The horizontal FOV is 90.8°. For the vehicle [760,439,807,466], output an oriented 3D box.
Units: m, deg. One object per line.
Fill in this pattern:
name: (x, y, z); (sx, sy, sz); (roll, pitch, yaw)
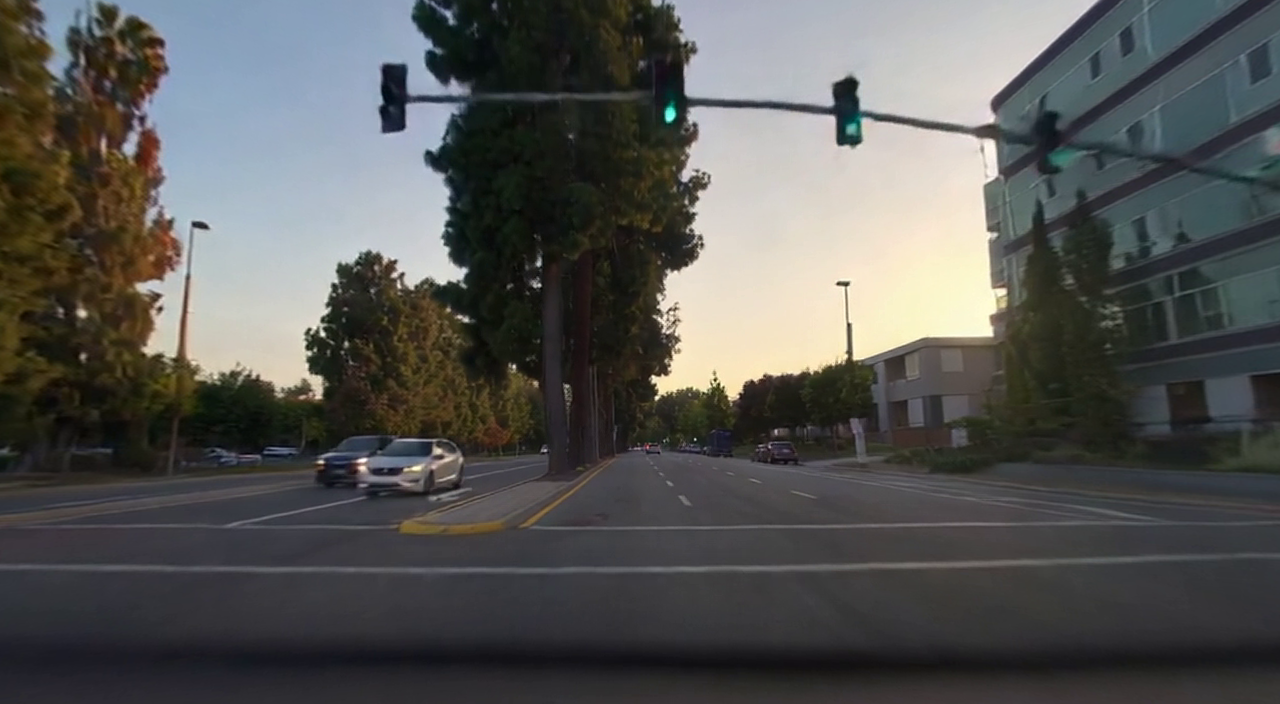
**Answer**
vehicle: (10.069, 7.106, 44.837); (2.043, 1.761, 5.022); (0, -8, -1)

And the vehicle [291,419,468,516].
vehicle: (-5.467, 2.491, 14.038); (2.098, 1.789, 4.338); (0, -9, -1)
